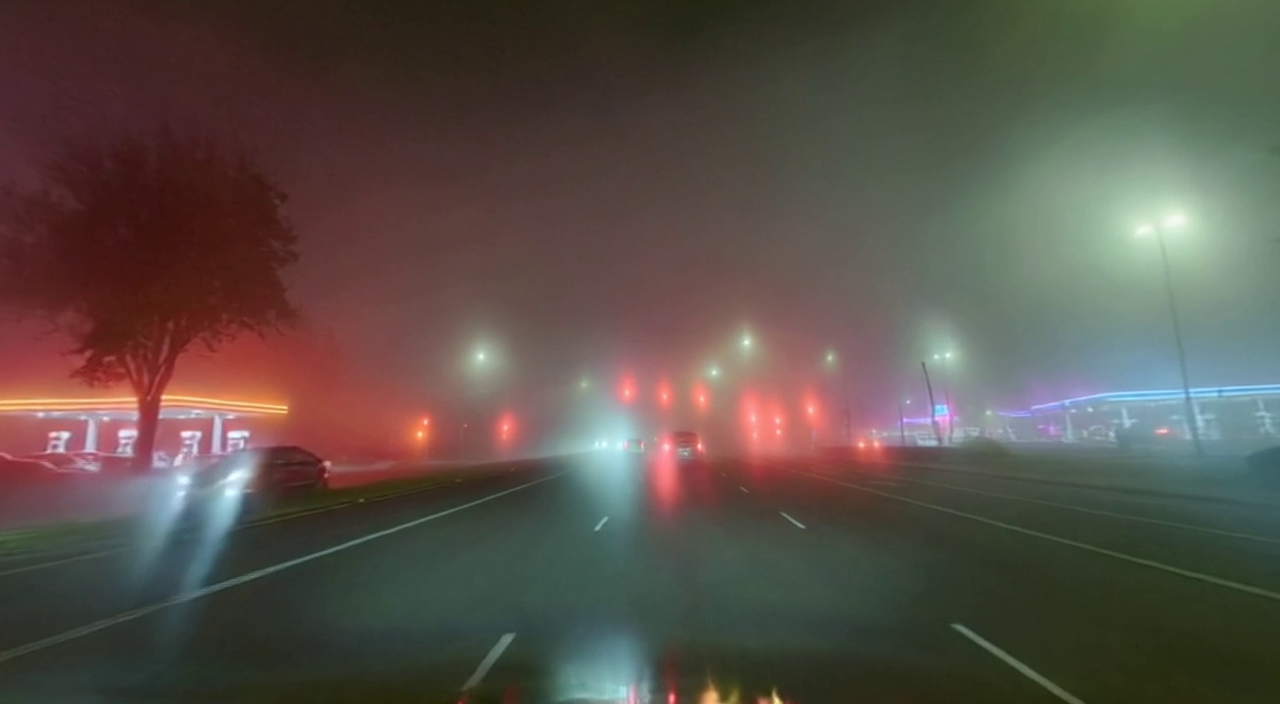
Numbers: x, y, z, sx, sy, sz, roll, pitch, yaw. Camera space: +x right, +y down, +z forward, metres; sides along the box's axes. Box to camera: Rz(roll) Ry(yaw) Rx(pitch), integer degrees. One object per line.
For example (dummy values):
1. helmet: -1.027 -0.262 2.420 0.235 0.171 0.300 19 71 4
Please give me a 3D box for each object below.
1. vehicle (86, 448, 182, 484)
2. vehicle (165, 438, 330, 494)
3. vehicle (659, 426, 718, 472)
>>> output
1. vehicle: -26.205 5.839 32.584 4.428 1.708 1.952 -4 -9 25
2. vehicle: -11.831 3.435 19.431 1.911 1.489 4.423 -1 -8 6
3. vehicle: 1.923 3.988 26.060 2.213 1.715 4.242 0 -8 2
